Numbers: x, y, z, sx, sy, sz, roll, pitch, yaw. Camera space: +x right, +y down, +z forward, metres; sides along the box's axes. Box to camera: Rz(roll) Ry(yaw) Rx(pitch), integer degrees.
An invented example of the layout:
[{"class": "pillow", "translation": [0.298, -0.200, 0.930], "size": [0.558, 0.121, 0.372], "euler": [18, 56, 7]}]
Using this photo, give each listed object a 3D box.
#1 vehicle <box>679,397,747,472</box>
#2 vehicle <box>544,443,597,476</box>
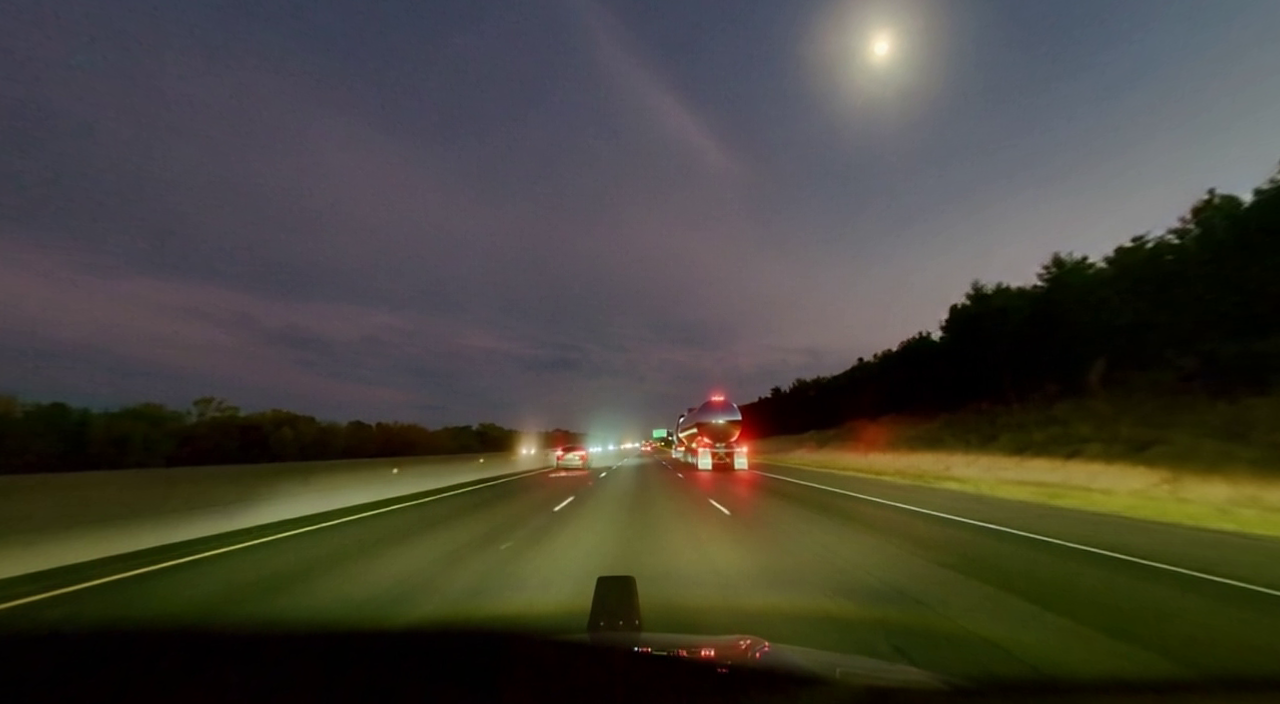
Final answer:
[{"class": "vehicle", "translation": [3.949, 4.849, 36.518], "size": [2.759, 3.734, 9.708], "euler": [0, -9, 0]}, {"class": "vehicle", "translation": [-3.280, 5.172, 30.538], "size": [1.986, 1.458, 4.506], "euler": [0, -9, 1]}]
